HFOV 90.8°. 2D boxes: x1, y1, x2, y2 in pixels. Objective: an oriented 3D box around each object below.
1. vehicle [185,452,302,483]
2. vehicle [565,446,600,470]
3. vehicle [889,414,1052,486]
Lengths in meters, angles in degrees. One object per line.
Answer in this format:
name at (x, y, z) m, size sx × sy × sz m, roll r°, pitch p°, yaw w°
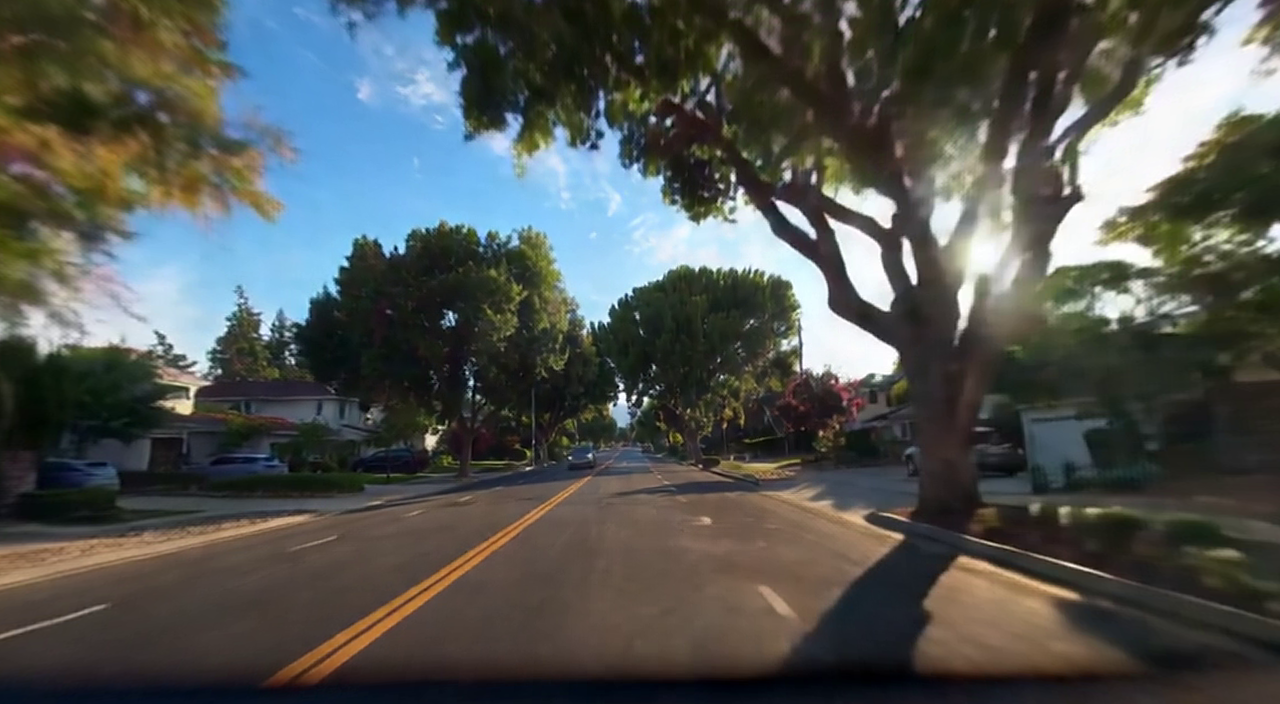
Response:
vehicle at (-19.707, 5.750, 31.529) m, size 4.459 × 1.432 × 1.979 m, roll 0°, pitch -9°, yaw -1°
vehicle at (-4.157, 7.786, 46.587) m, size 2.208 × 1.663 × 4.326 m, roll 0°, pitch -9°, yaw 0°
vehicle at (10.677, 3.257, 21.131) m, size 2.305 × 2.041 × 5.711 m, roll 0°, pitch -9°, yaw 0°
